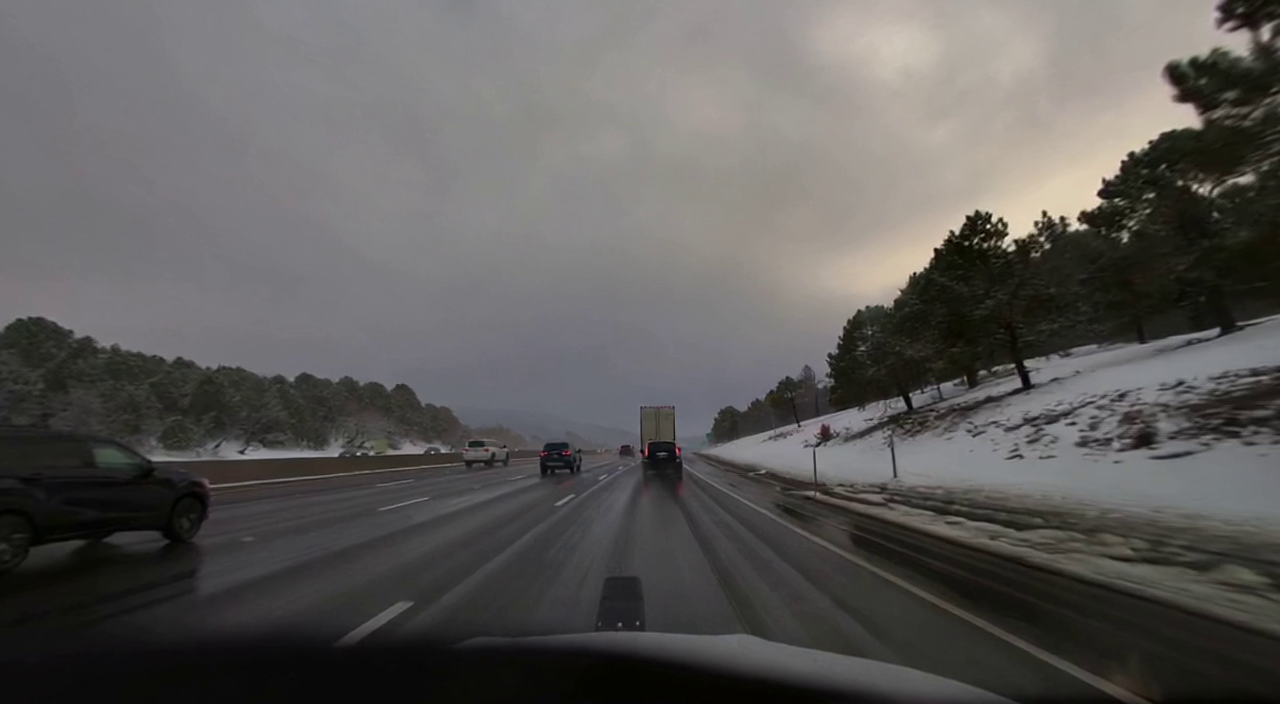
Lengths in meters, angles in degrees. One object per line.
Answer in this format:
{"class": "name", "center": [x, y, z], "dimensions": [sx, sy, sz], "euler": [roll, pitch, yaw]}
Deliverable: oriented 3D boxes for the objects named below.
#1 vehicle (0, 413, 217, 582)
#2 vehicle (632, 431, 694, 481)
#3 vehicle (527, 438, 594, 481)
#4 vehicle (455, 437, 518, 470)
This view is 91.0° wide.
{"class": "vehicle", "center": [-7.352, 1.527, 6.858], "dimensions": [2.101, 1.648, 4.728], "euler": [0, -9, 1]}
{"class": "vehicle", "center": [0.873, 4.166, 25.416], "dimensions": [2.281, 1.795, 4.297], "euler": [0, -9, 1]}
{"class": "vehicle", "center": [-3.302, 4.576, 27.147], "dimensions": [2.155, 1.661, 4.477], "euler": [0, -9, 2]}
{"class": "vehicle", "center": [-10.153, 6.766, 42.296], "dimensions": [2.421, 2.025, 6.236], "euler": [0, -9, 3]}
